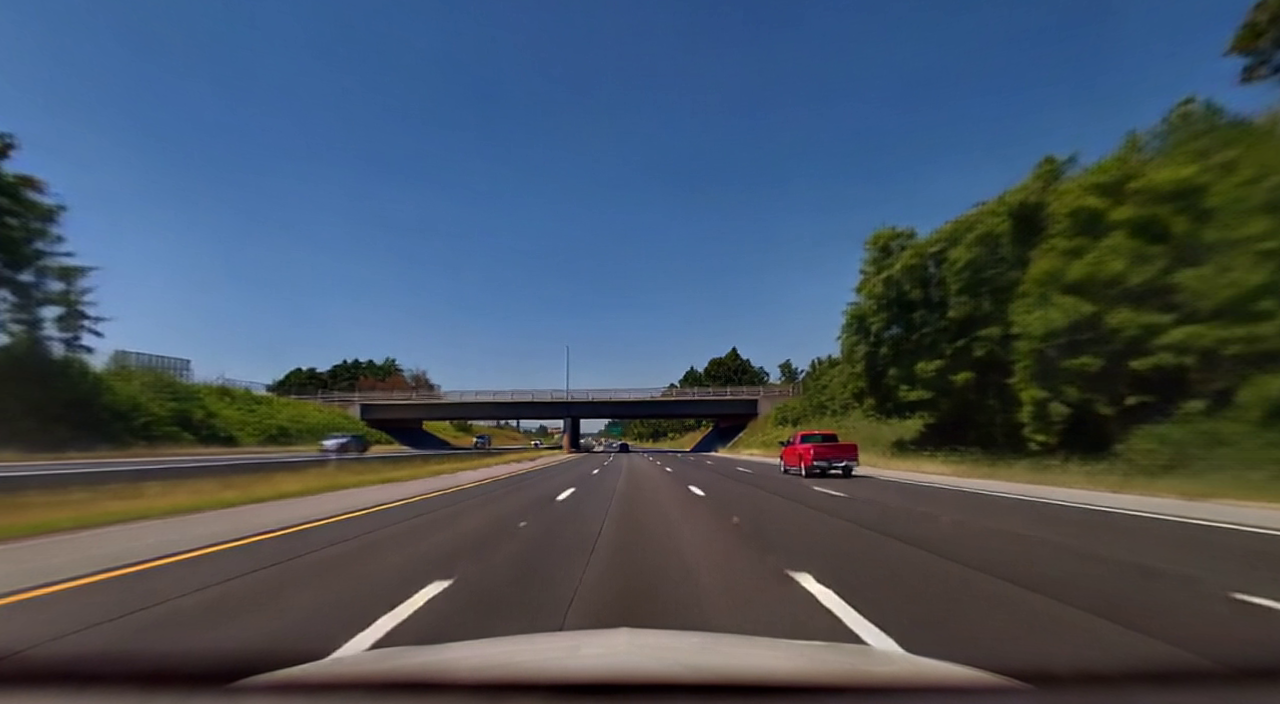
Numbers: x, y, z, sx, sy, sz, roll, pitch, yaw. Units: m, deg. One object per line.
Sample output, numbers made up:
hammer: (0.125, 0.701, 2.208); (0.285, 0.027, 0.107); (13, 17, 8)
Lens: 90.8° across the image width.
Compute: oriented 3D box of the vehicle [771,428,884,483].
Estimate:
vehicle: (6.907, 3.920, 24.252); (2.395, 1.819, 6.086); (0, -9, -1)

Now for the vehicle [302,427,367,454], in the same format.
vehicle: (-19.937, 5.848, 41.472); (1.945, 1.626, 4.742); (-1, -9, 0)
